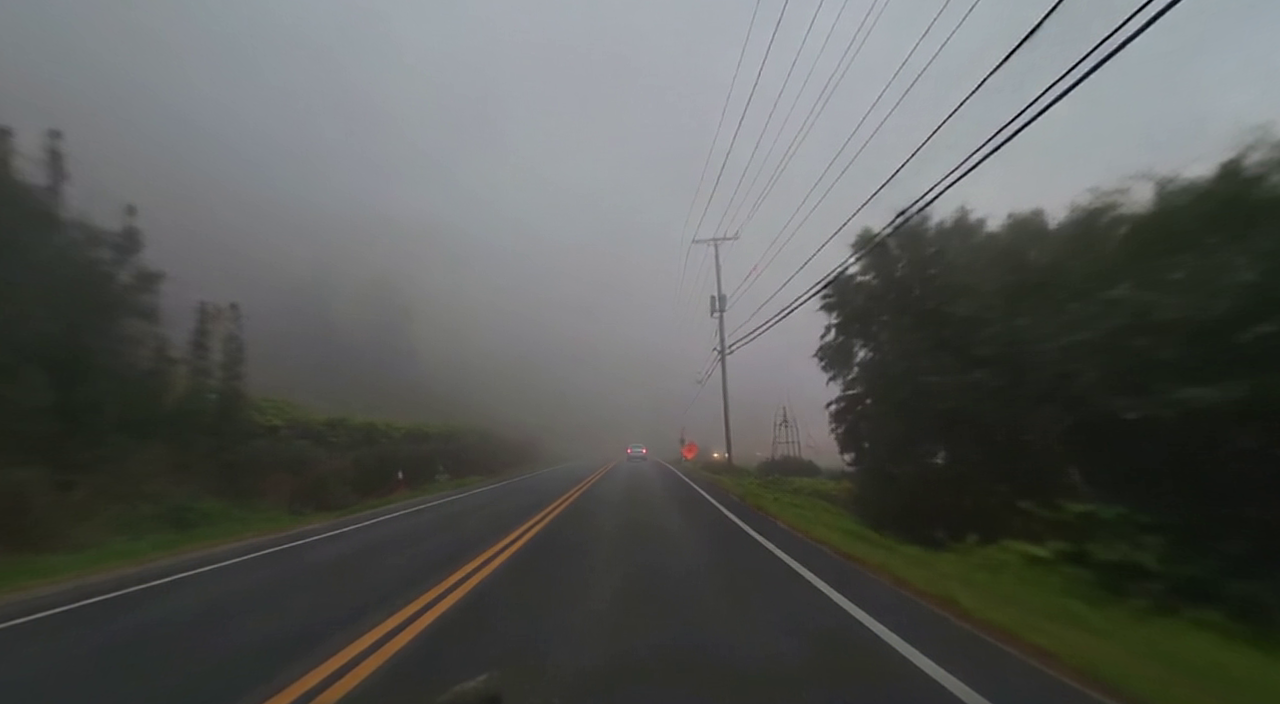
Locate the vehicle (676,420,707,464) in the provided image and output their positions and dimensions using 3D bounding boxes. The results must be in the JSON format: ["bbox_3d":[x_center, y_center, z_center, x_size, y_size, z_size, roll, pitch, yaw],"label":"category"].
[{"bbox_3d":[3.996,7.012,49.272,2.374,3.357,1.724,0,-9,4],"label":"vehicle"}]
